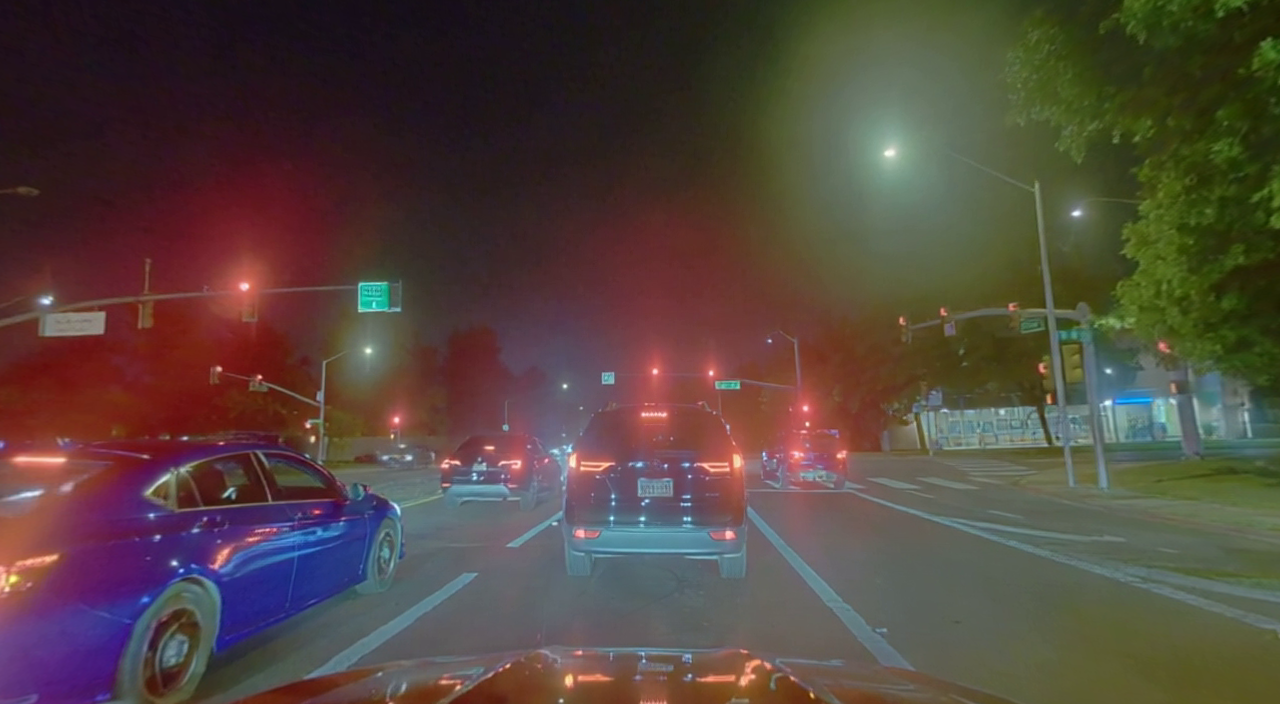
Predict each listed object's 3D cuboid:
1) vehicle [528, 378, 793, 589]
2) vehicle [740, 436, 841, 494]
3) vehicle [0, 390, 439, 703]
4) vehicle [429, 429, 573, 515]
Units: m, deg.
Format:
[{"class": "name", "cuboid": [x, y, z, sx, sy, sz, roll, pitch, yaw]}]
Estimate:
[{"class": "vehicle", "cuboid": [0.212, 1.452, 7.736, 2.300, 1.832, 4.331, 0, -8, 1]}, {"class": "vehicle", "cuboid": [4.143, 3.152, 17.995, 1.979, 1.453, 4.011, 0, -8, 1]}, {"class": "vehicle", "cuboid": [-3.224, 1.207, 4.451, 1.958, 1.494, 4.624, 0, -8, 2]}, {"class": "vehicle", "cuboid": [-2.687, 2.420, 13.247, 1.851, 1.502, 4.042, 0, -8, 4]}]
